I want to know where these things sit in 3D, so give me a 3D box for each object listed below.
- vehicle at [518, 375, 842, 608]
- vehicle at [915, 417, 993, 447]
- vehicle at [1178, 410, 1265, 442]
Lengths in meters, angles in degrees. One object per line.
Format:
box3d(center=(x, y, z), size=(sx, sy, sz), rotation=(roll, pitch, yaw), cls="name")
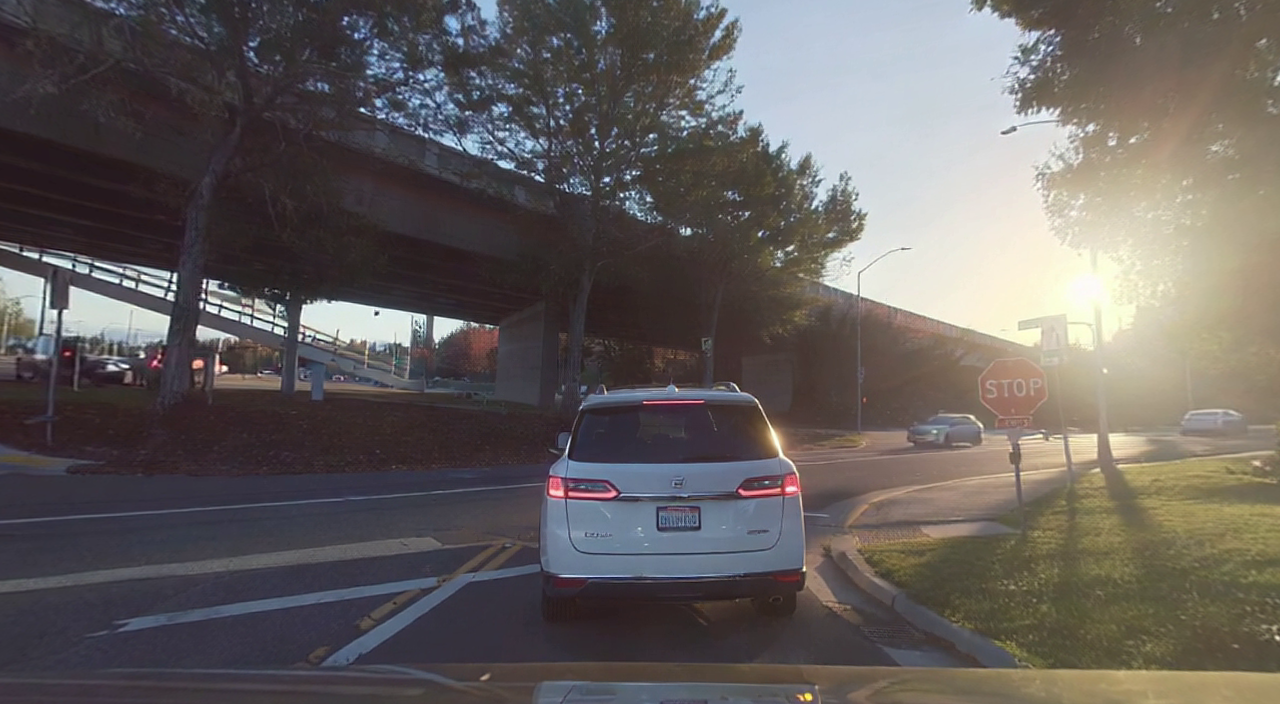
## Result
box3d(center=(0.313, 1.406, 7.132), size=(2.494, 1.804, 4.336), rotation=(0, -9, 0), cls="vehicle")
box3d(center=(19.366, 4.965, 38.899), size=(4.557, 1.712, 1.913), rotation=(4, -10, -28), cls="vehicle")
box3d(center=(36.097, 4.638, 39.100), size=(5.166, 1.791, 2.131), rotation=(4, -10, -27), cls="vehicle")
